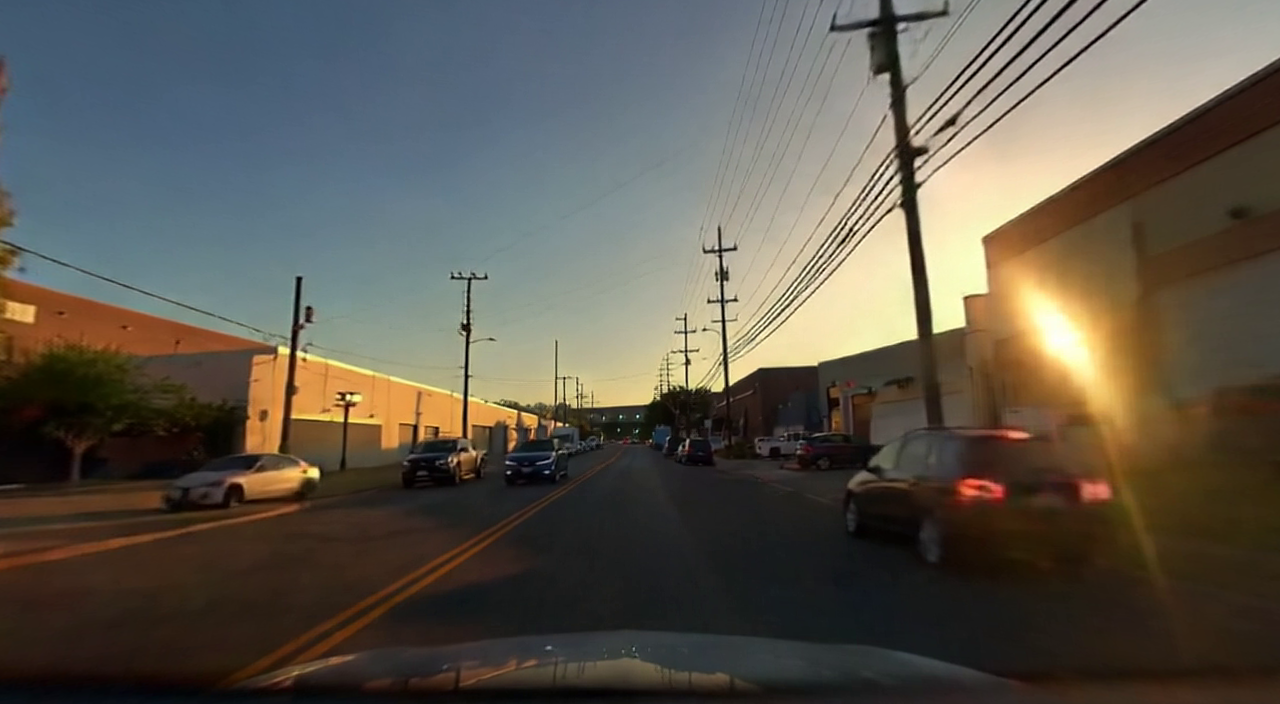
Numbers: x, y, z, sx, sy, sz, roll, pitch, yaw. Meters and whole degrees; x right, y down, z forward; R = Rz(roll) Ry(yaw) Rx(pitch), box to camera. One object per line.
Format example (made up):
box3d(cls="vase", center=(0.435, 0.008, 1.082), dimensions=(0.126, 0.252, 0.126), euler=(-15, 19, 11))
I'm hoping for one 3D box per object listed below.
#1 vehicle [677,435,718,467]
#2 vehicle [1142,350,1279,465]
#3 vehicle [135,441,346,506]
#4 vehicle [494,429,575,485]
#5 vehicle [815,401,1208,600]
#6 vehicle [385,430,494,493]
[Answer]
box3d(cls="vehicle", center=(3.753, 6.640, 42.541), dimensions=(2.333, 1.967, 6.008), euler=(0, -8, 1))
box3d(cls="vehicle", center=(24.953, 2.001, 22.713), dimensions=(11.030, 3.852, 2.886), euler=(-1, -9, 0))
box3d(cls="vehicle", center=(-11.536, 3.516, 18.765), dimensions=(4.936, 1.703, 1.959), euler=(3, -9, -23))
box3d(cls="vehicle", center=(-3.839, 3.937, 23.912), dimensions=(2.229, 1.889, 4.816), euler=(0, -8, 0))
box3d(cls="vehicle", center=(3.913, 1.643, 7.911), dimensions=(2.092, 1.730, 4.595), euler=(0, -8, 0))
box3d(cls="vehicle", center=(-8.044, 4.419, 26.164), dimensions=(2.530, 2.110, 6.445), euler=(-3, -8, -1))
